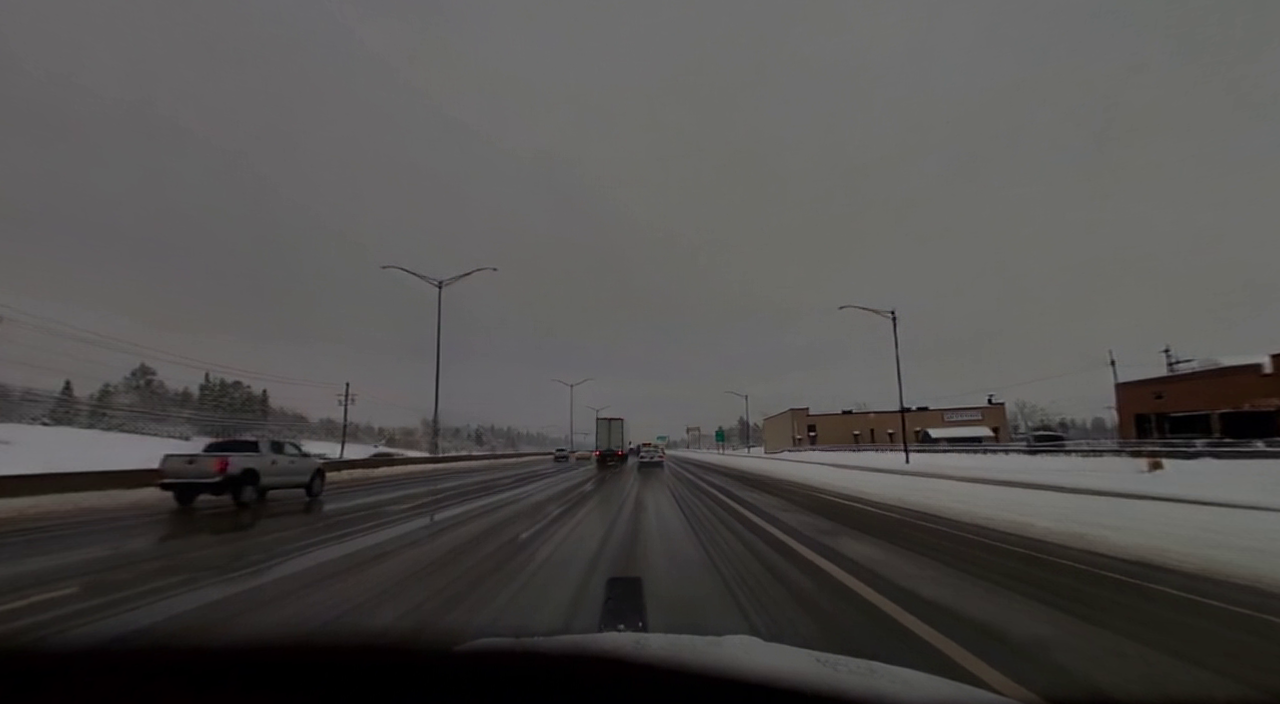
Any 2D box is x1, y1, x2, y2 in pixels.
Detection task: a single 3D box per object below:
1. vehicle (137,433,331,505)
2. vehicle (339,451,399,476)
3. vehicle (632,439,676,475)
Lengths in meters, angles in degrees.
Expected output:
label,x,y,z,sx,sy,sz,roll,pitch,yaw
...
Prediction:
label,x,y,z,sx,sy,sz,roll,pitch,yaw
vehicle,-10.856,3.141,17.437,2.097,1.673,4.730,0,-8,1
vehicle,-16.358,6.721,38.270,1.938,1.421,3.567,-1,-8,2
vehicle,0.742,5.860,35.452,2.279,1.837,4.747,0,-8,0
